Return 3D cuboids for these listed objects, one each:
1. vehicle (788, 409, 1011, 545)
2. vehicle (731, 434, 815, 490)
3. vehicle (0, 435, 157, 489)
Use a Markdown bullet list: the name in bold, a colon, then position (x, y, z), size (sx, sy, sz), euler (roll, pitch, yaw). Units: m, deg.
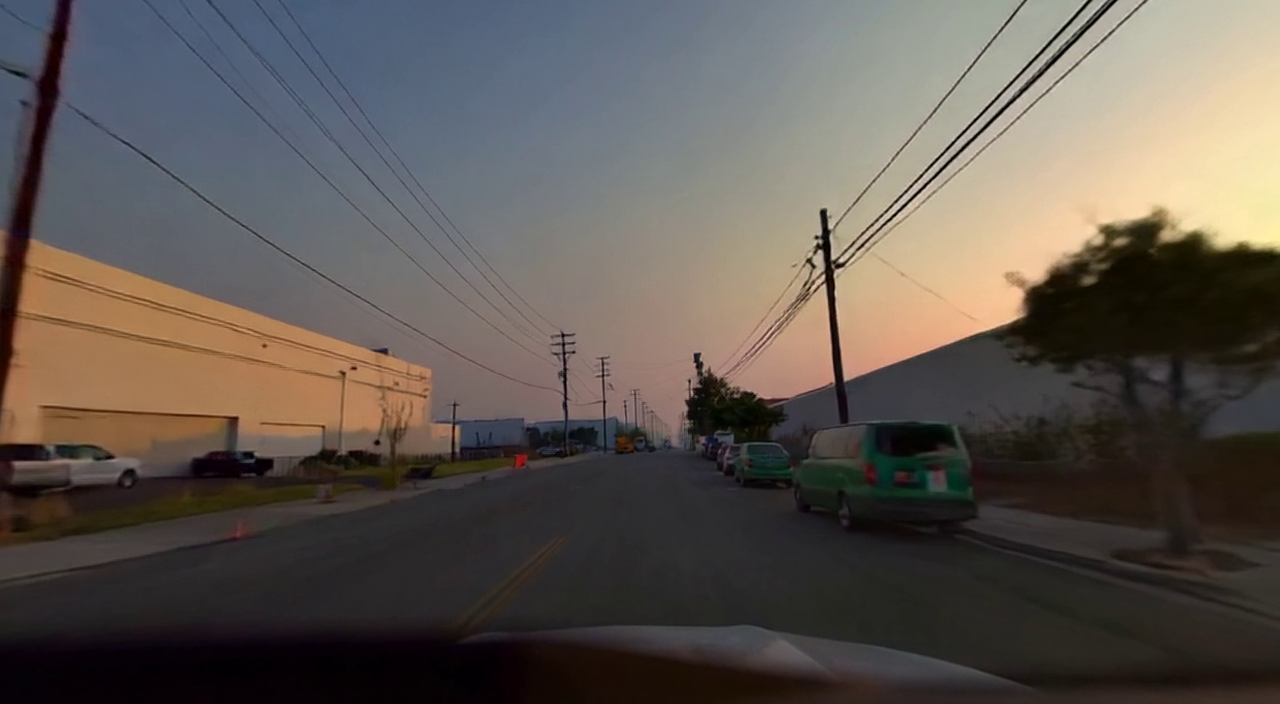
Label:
- **vehicle**: position (4.444, 2.251, 11.965), size (2.010, 1.985, 5.124), euler (0, -9, 0)
- **vehicle**: position (4.664, 3.964, 23.077), size (2.009, 1.776, 5.440), euler (0, -9, 1)
- **vehicle**: position (-20.167, 3.828, 22.251), size (1.917, 1.679, 4.727), euler (-2, -9, 12)
